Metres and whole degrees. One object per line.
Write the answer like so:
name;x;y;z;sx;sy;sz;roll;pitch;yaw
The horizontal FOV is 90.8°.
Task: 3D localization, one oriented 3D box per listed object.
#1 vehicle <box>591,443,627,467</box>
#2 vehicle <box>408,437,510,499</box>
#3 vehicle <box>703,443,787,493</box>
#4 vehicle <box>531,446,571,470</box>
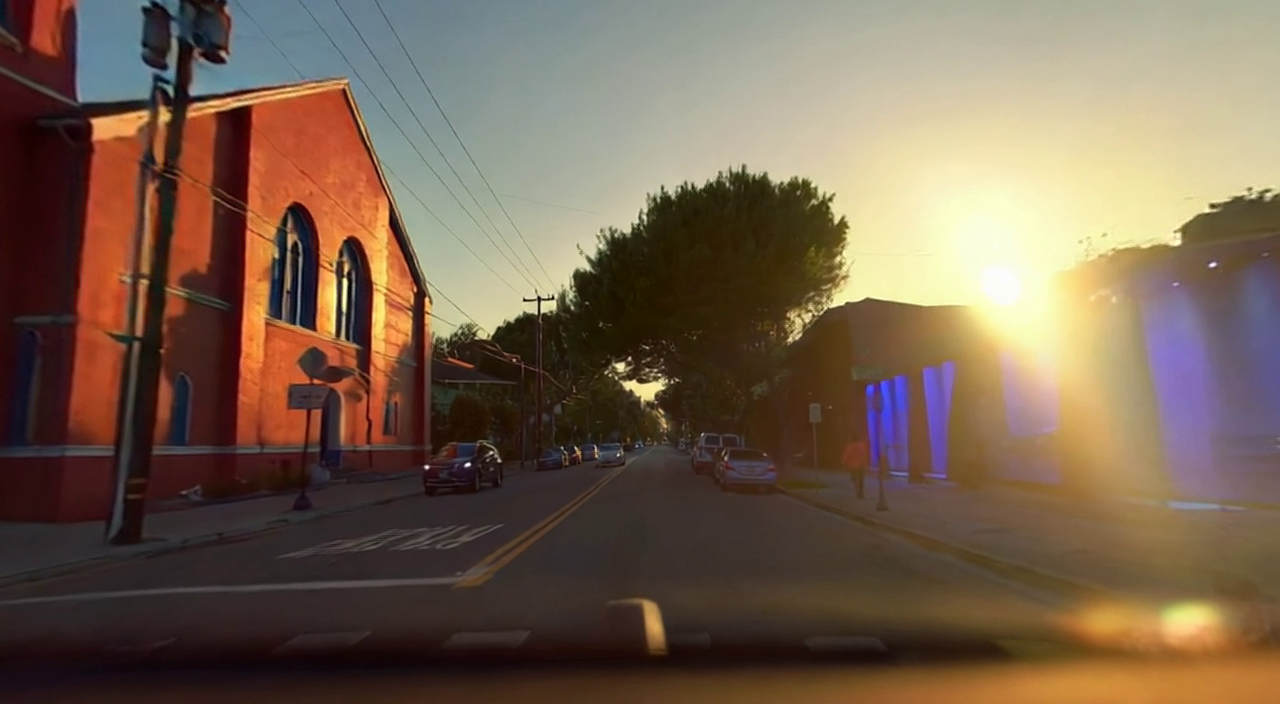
vehicle;-2.060;6.940;42.904;2.036;1.515;4.437;0;-8;2
vehicle;-6.126;3.915;21.963;2.140;1.746;4.385;-4;-8;1
vehicle;3.324;3.774;21.002;1.966;1.471;4.552;0;-8;-1
vehicle;-5.816;6.966;41.666;1.844;1.486;4.474;-1;-8;2
